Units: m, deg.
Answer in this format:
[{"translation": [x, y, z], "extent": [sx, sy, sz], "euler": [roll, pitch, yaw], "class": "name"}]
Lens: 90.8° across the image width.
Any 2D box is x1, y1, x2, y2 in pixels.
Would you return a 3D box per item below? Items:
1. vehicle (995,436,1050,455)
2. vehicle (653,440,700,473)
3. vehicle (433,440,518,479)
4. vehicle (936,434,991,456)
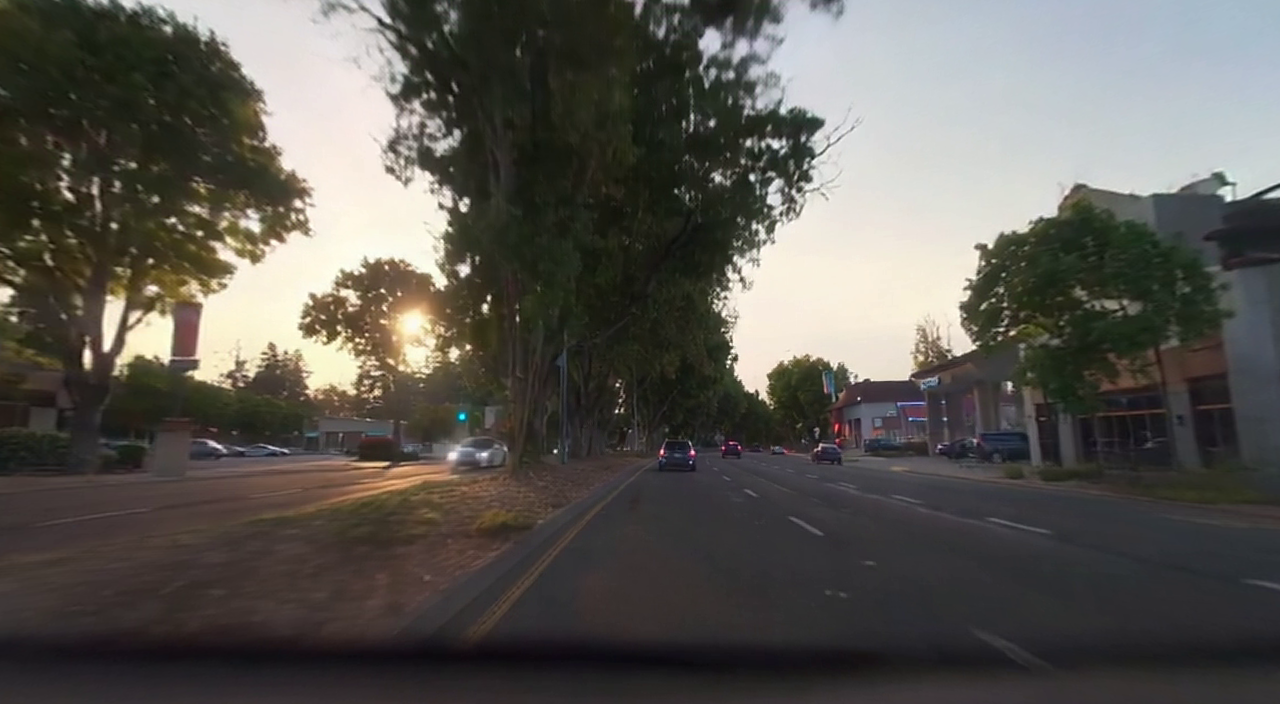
[{"translation": [30.174, 7.387, 49.991], "extent": [1.844, 1.481, 3.904], "euler": [0, -8, -1], "class": "vehicle"}, {"translation": [1.808, 4.968, 30.366], "extent": [2.095, 1.456, 3.873], "euler": [-1, -8, 5], "class": "vehicle"}, {"translation": [-6.892, 4.524, 27.057], "extent": [2.063, 1.483, 4.751], "euler": [-1, -8, 4], "class": "vehicle"}, {"translation": [25.163, 7.250, 49.299], "extent": [1.864, 1.655, 4.179], "euler": [0, -8, -2], "class": "vehicle"}]
